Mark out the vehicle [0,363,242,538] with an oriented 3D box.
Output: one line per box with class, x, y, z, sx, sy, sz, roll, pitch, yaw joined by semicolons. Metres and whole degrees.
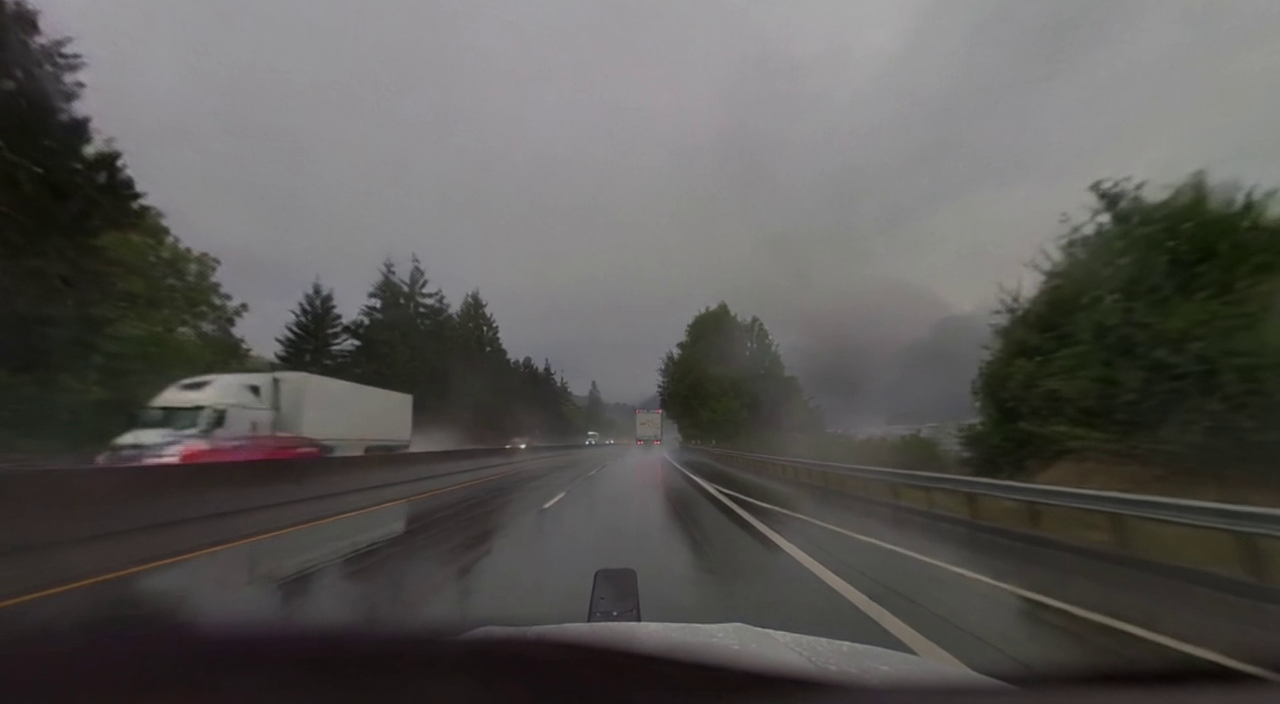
vehicle;-10.009;1.705;11.009;2.304;2.391;5.779;0;-8;0
